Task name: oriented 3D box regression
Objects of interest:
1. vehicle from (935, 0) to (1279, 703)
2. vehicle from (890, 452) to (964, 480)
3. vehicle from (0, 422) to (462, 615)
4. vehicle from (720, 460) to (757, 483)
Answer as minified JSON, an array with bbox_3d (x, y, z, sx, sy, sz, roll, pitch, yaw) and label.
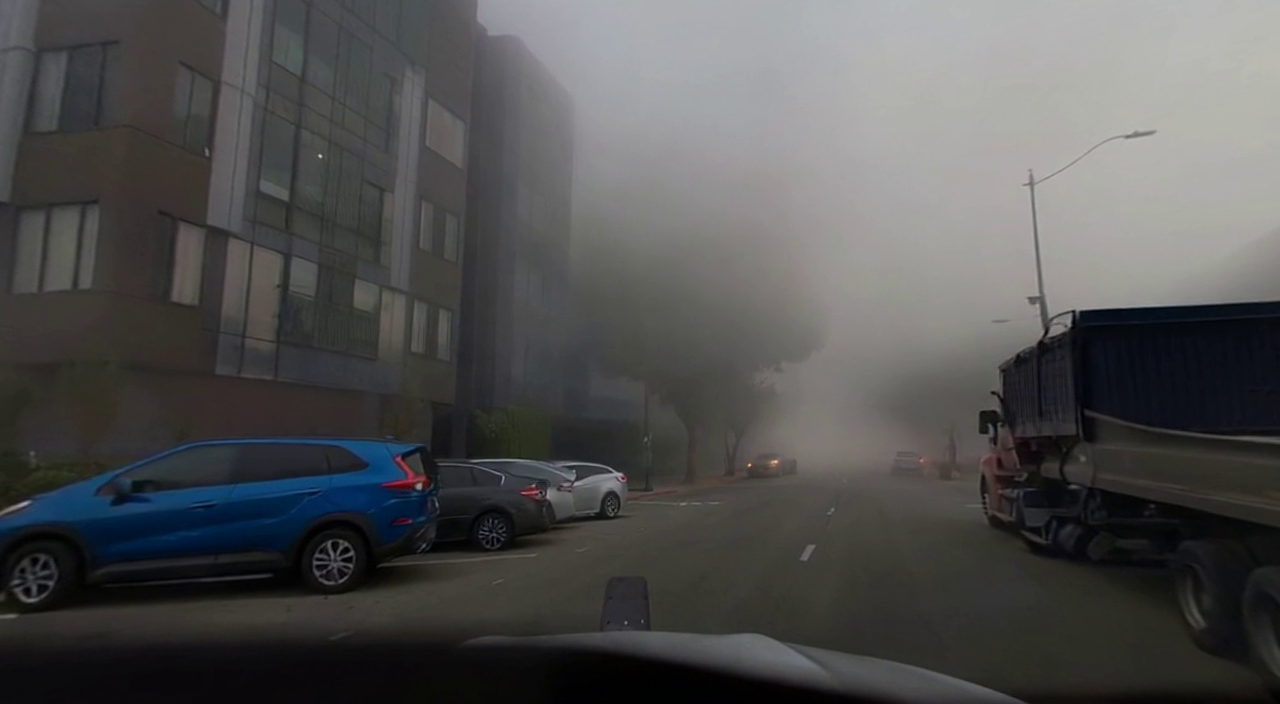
[{"bbox_3d":[5.658,0.461,7.238,3.320,4.034,11.553,-3,-9,22],"label":"vehicle"},{"bbox_3d":[17.921,7.090,39.305,4.118,1.635,1.805,4,-9,-23],"label":"vehicle"},{"bbox_3d":[-5.043,1.901,8.008,5.022,1.872,2.137,4,-9,-24],"label":"vehicle"},{"bbox_3d":[7.267,8.723,46.102,1.798,1.459,4.306,-3,-9,20],"label":"vehicle"}]
